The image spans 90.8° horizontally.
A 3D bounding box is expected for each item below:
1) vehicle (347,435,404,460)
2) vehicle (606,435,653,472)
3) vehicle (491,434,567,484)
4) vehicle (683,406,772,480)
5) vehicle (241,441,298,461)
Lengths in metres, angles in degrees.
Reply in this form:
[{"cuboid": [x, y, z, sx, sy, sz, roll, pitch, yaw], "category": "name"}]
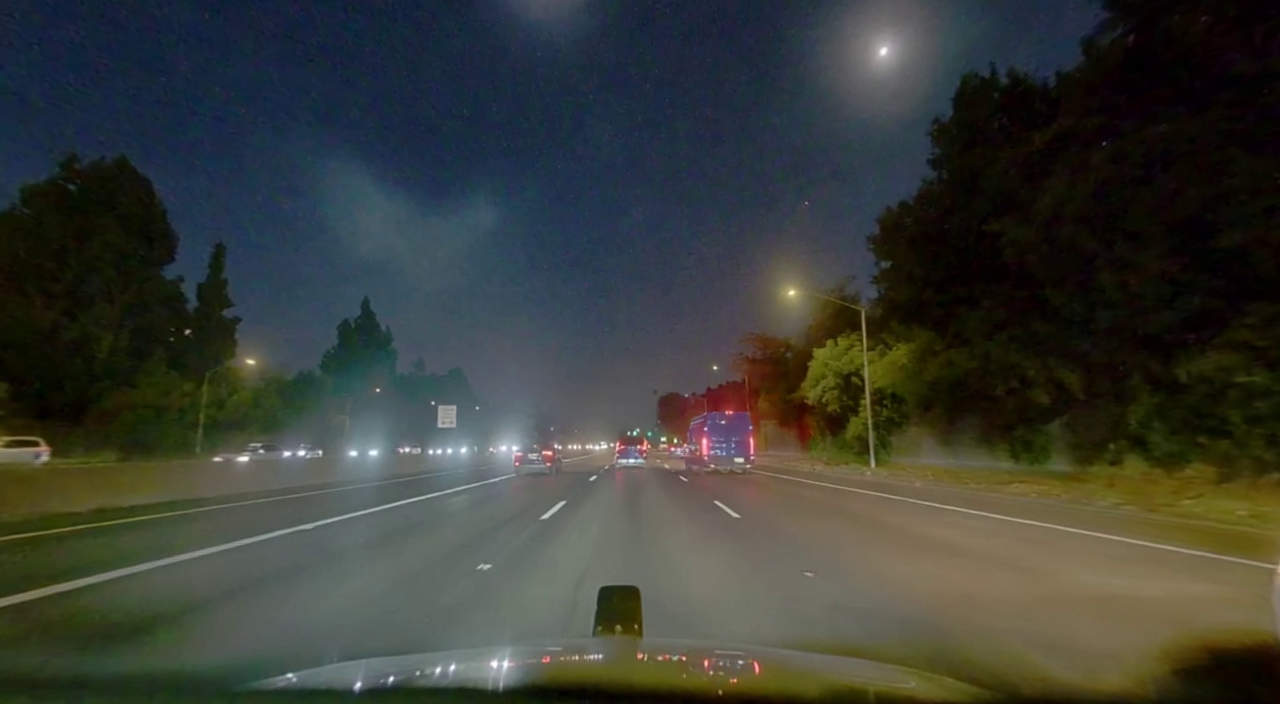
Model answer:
[{"cuboid": [-17.095, 6.210, 40.968, 2.134, 1.538, 3.622, 0, -8, 0], "category": "vehicle"}, {"cuboid": [-0.563, 5.261, 32.872, 2.297, 1.783, 4.355, 0, -8, -1], "category": "vehicle"}, {"cuboid": [-4.054, 3.995, 23.842, 2.023, 1.709, 4.263, 0, -8, 1], "category": "vehicle"}, {"cuboid": [3.468, 3.840, 26.676, 2.631, 2.709, 6.496, 0, -8, -1], "category": "vehicle"}, {"cuboid": [-28.631, 7.654, 48.971, 1.846, 1.475, 4.167, 0, -8, 0], "category": "vehicle"}]
